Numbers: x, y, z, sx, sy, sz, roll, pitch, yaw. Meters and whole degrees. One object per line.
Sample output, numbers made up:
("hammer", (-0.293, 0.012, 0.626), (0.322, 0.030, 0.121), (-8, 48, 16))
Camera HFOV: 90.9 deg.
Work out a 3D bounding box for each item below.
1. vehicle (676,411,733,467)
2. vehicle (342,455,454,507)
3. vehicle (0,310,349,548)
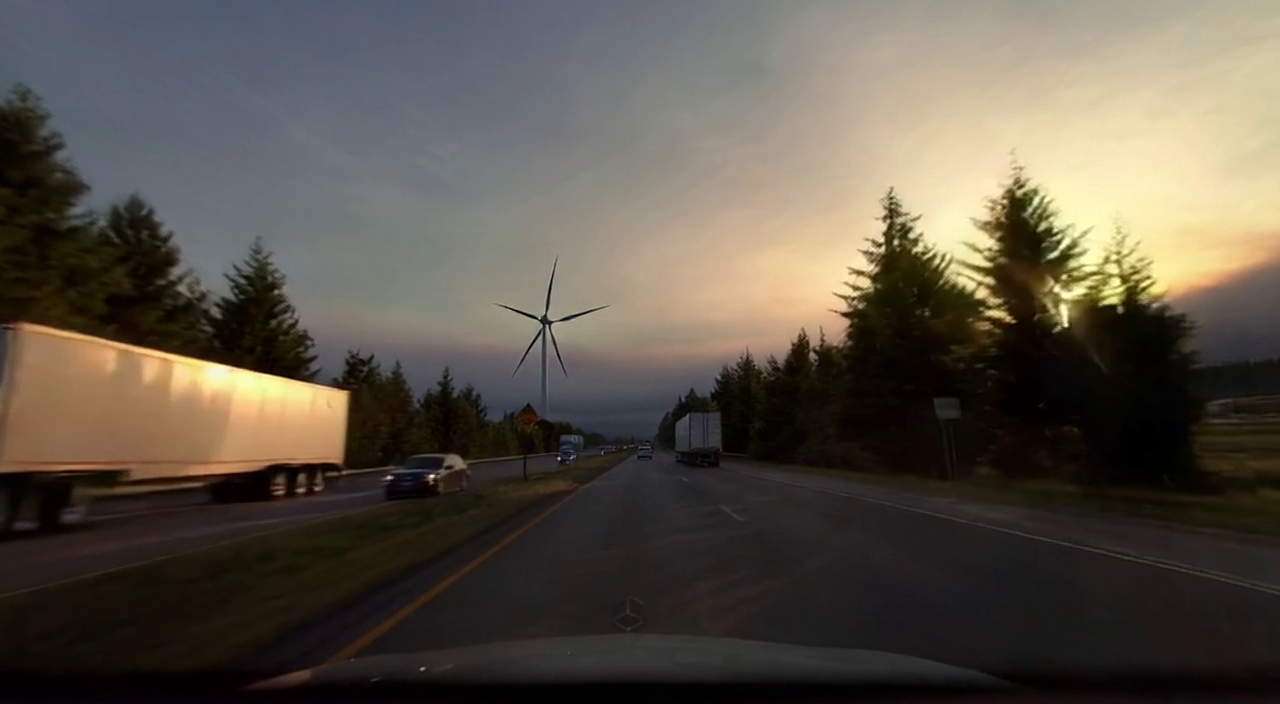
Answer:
("vehicle", (4.428, 6.327, 45.233), (2.903, 3.602, 9.351), (0, -9, -1))
("vehicle", (-7.641, 4.096, 20.375), (2.005, 1.485, 3.893), (0, -9, 1))
("vehicle", (-12.559, 2.210, 16.445), (2.916, 4.112, 14.233), (0, -9, 1))
